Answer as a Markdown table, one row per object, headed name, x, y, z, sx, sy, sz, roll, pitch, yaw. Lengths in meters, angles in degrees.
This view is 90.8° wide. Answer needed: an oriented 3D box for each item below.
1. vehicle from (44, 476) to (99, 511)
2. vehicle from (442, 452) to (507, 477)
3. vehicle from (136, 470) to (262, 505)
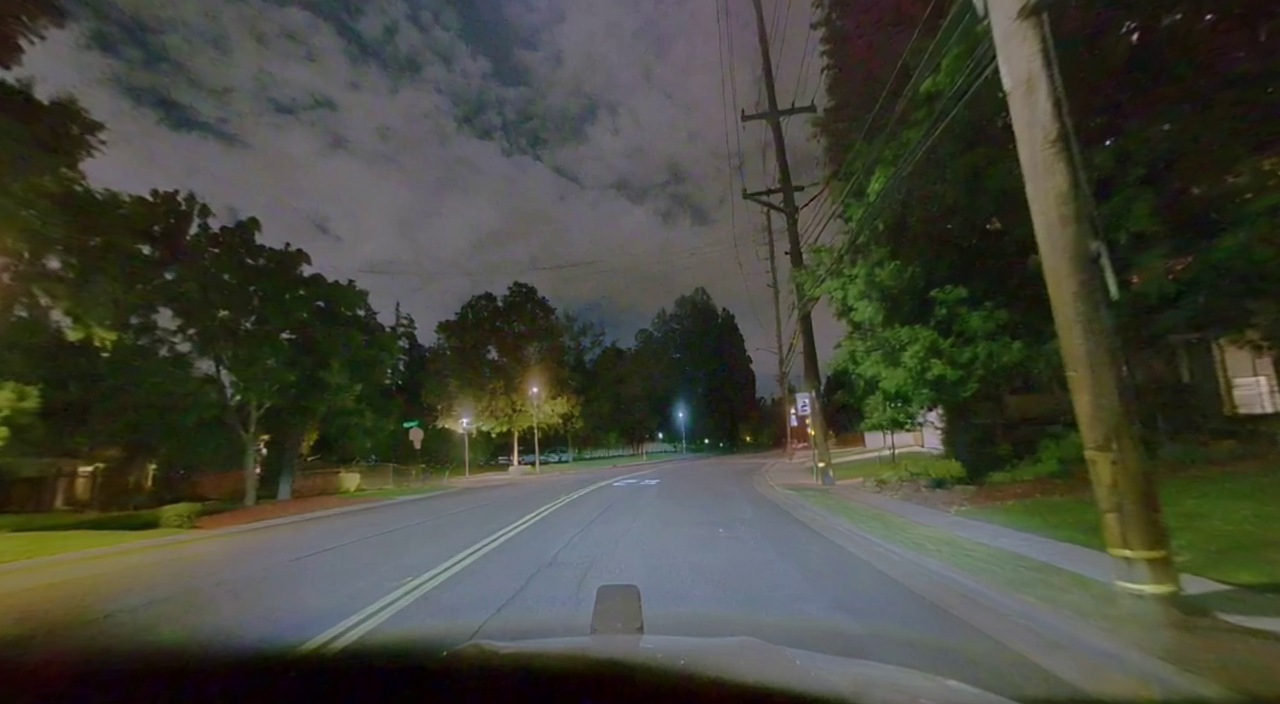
| name | x | y | z | sx | sy | sz | roll | pitch | yaw |
| --- | --- | --- | --- | --- | --- | --- | --- | --- | --- |
| vehicle | -30.495 | 7.519 | 33.840 | 1.849 | 1.484 | 4.693 | 8 | -12 | -43 |
| vehicle | -12.779 | 8.644 | 48.576 | 4.675 | 1.442 | 1.906 | -2 | -8 | -19 |
| vehicle | -22.225 | 6.830 | 32.100 | 4.943 | 1.493 | 2.036 | 4 | -9 | -28 |
